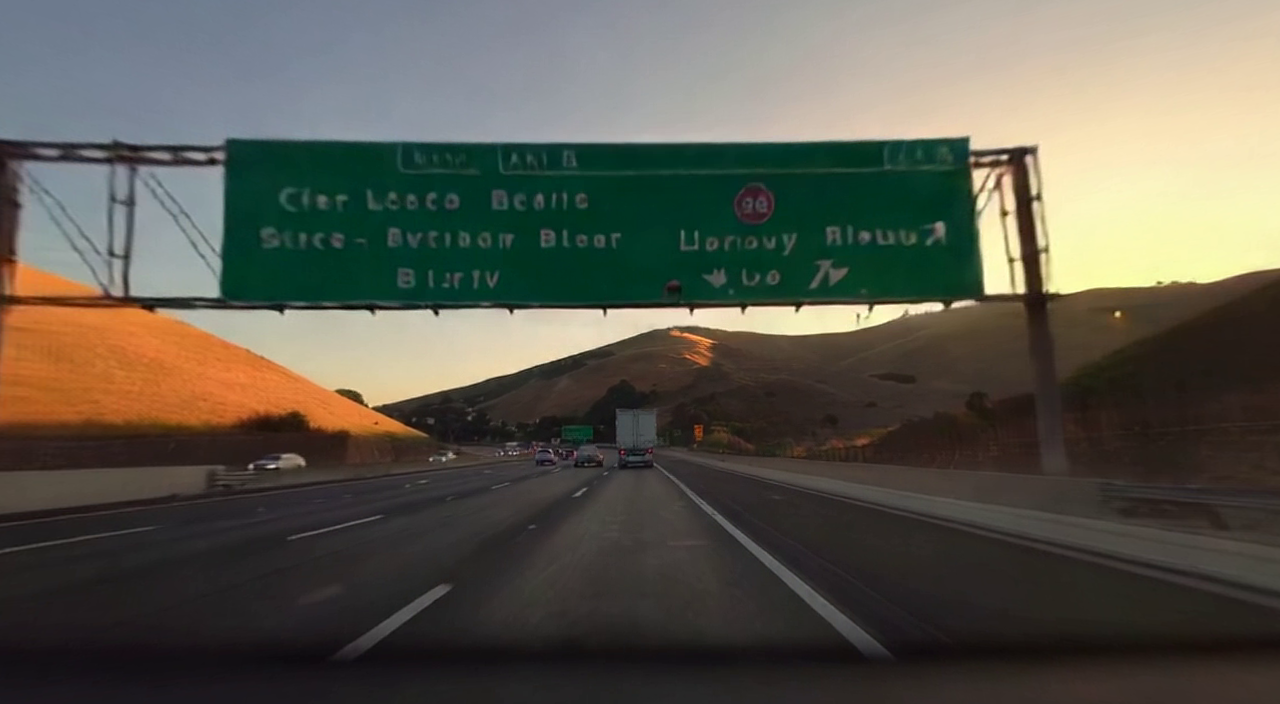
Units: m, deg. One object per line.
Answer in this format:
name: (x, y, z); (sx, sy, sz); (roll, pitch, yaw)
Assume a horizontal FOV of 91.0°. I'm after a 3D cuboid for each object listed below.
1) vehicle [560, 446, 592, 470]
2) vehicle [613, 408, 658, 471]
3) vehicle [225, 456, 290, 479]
vehicle: (-4.897, 8.153, 48.526); (2.053, 1.746, 4.508); (0, -9, -1)
vehicle: (-0.211, 6.739, 48.021); (3.039, 4.131, 11.822); (0, -9, 1)
vehicle: (-28.876, 8.713, 47.737); (1.883, 1.557, 4.741); (0, -9, 1)
